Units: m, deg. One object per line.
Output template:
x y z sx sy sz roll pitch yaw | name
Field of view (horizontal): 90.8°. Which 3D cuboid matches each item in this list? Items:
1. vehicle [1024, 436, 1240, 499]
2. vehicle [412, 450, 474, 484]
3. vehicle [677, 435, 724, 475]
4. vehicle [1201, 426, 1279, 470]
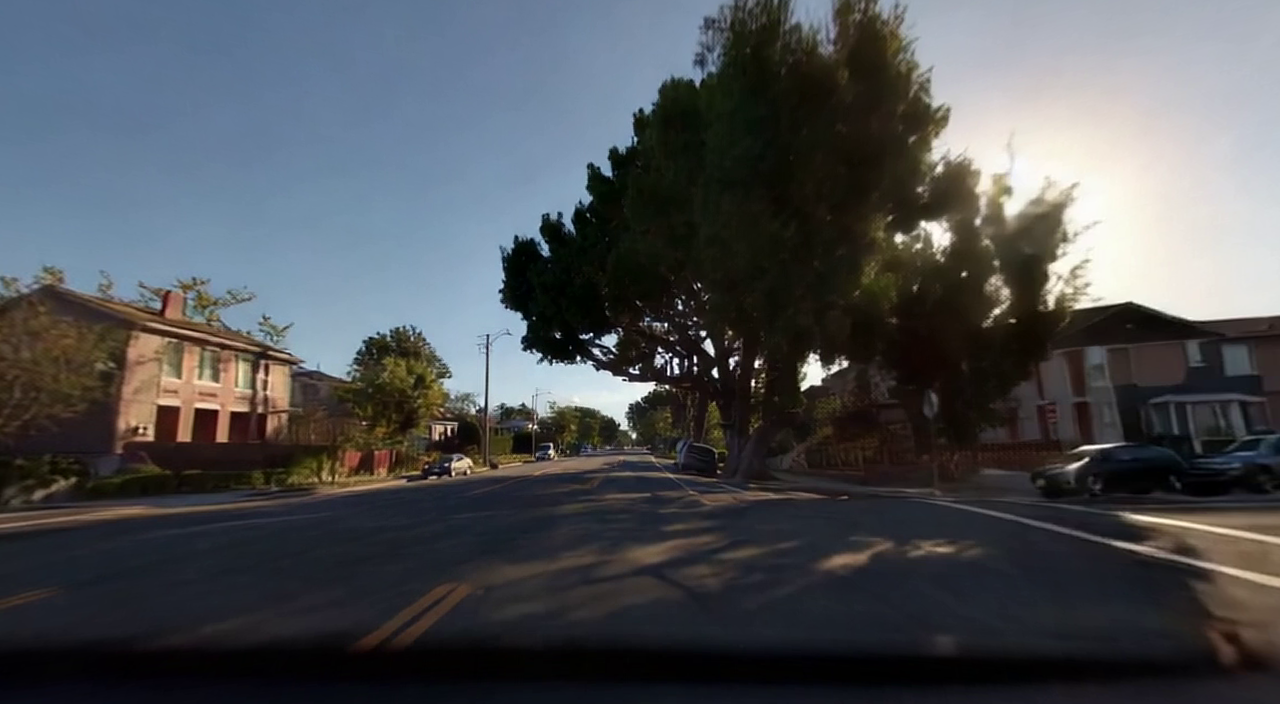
14.382 3.386 18.714 4.635 1.706 1.954 0 -9 2 | vehicle
-10.933 6.386 35.411 2.049 1.527 4.677 -4 -8 -1 | vehicle
3.772 6.618 40.658 2.504 2.114 6.073 6 -9 3 | vehicle
27.071 4.092 26.978 2.000 1.773 4.469 1 -8 -1 | vehicle
